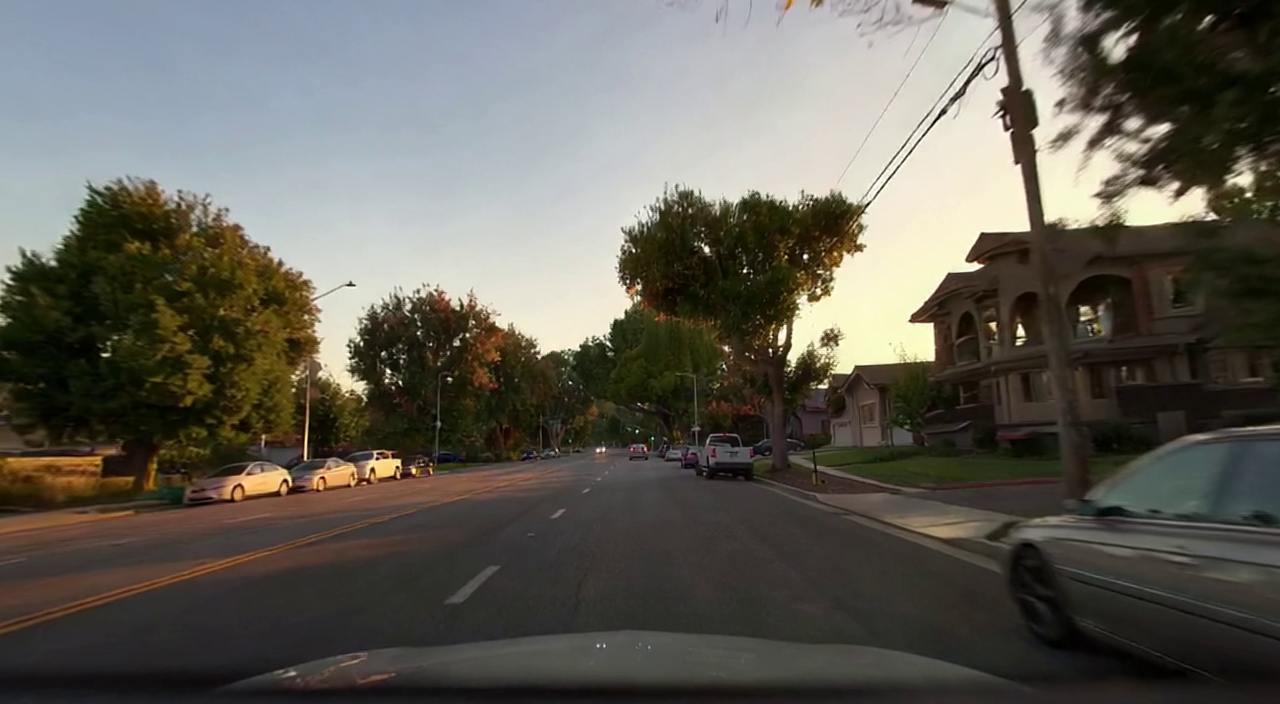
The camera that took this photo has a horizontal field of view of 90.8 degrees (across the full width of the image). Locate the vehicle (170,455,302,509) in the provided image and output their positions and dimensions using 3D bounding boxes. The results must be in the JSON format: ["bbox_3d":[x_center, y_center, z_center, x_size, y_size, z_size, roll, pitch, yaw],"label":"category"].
[{"bbox_3d":[-13.985,4.496,22.180,2.017,1.574,4.024,-4,-10,-1],"label":"vehicle"}]

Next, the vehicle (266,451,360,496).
[{"bbox_3d":[-13.949,5.158,27.232,1.772,1.736,4.020,0,-9,1],"label":"vehicle"}]

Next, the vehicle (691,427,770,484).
[{"bbox_3d":[3.511,4.227,26.000,2.327,2.026,6.259,0,-9,0],"label":"vehicle"}]

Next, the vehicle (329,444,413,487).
[{"bbox_3d":[-13.963,5.912,33.158,2.213,1.903,5.326,-5,-9,-2],"label":"vehicle"}]

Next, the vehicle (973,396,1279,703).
[{"bbox_3d":[3.795,0.974,2.559,2.071,1.610,5.193,0,-9,0],"label":"vehicle"}]
